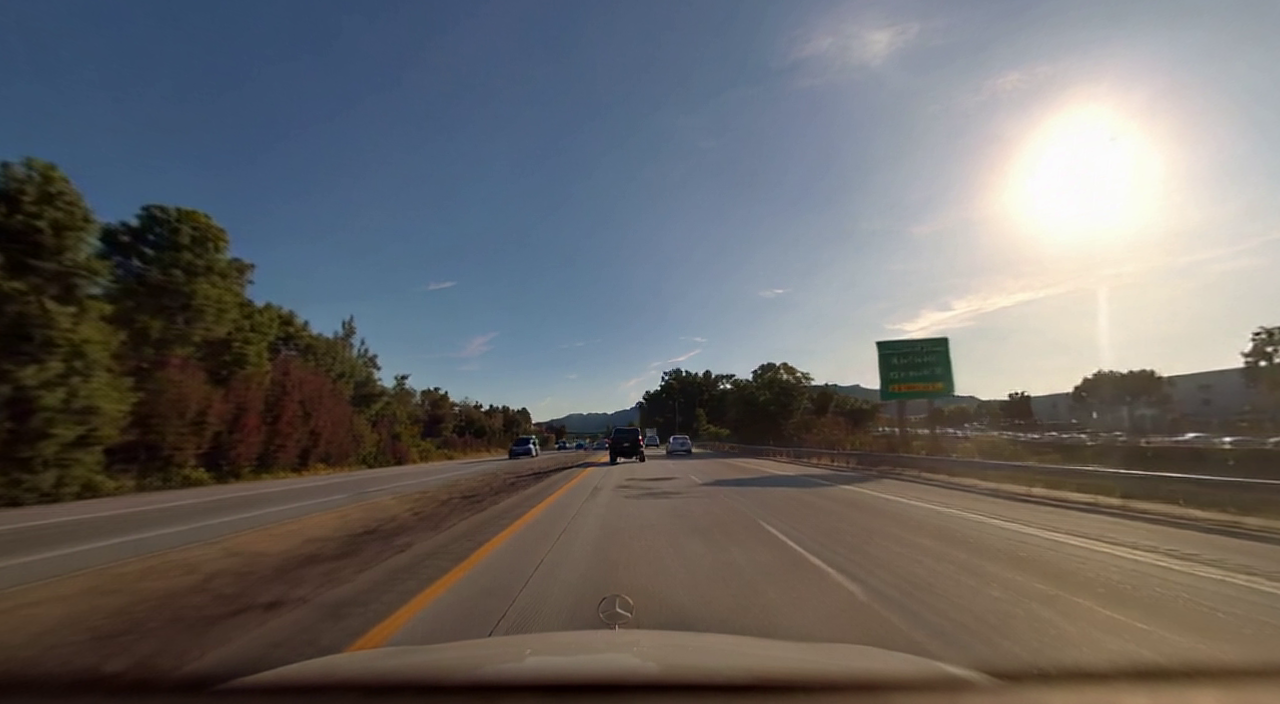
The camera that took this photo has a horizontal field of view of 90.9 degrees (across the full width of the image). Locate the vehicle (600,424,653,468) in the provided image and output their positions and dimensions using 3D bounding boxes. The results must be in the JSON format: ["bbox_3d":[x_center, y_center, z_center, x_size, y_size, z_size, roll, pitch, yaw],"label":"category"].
[{"bbox_3d":[-0.692,4.744,32.021,2.503,2.044,4.633,0,-8,-1],"label":"vehicle"}]
